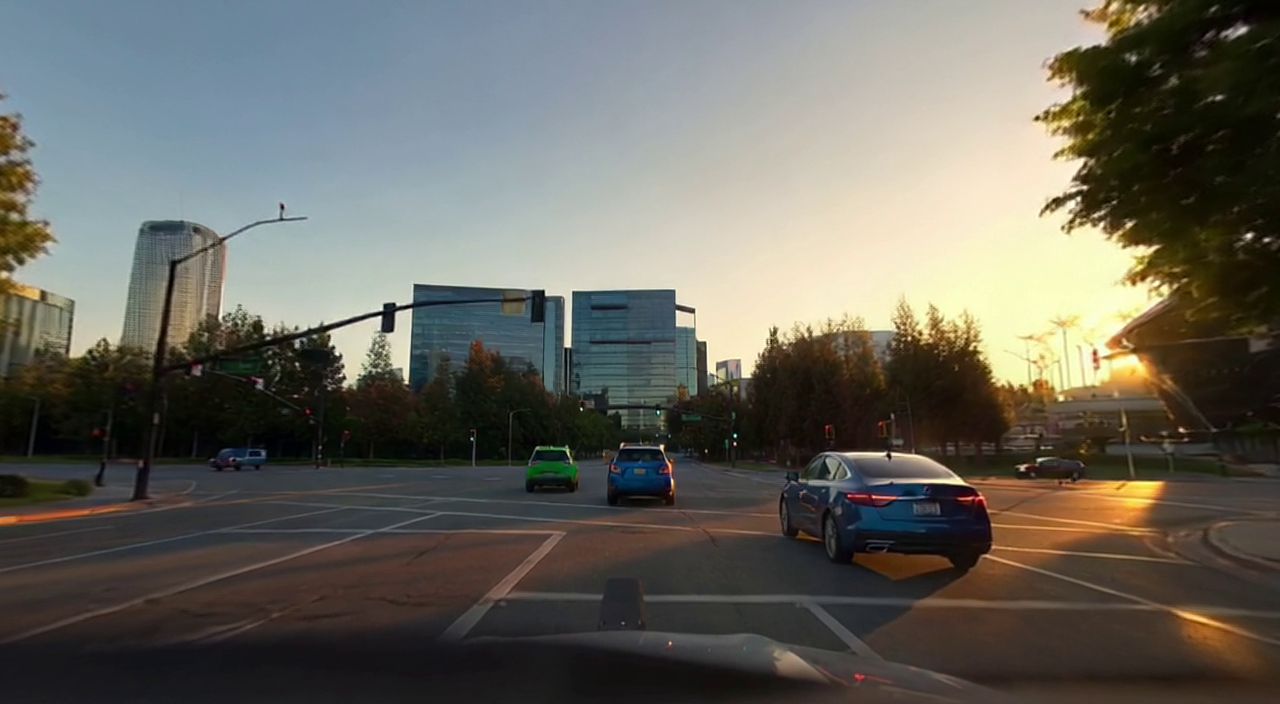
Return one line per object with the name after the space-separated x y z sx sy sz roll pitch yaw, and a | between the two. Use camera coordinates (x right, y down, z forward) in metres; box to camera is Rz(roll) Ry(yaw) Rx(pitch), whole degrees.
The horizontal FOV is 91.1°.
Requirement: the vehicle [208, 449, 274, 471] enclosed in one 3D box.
-31.318 8.450 49.292 4.422 1.605 1.955 -3 -9 20 | vehicle

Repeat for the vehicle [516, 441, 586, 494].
-2.979 3.951 21.871 1.987 1.633 4.005 0 -8 -2 | vehicle

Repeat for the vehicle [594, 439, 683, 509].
-0.011 3.232 17.182 2.108 1.654 4.235 0 -8 1 | vehicle

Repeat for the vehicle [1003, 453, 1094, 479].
27.864 7.794 43.013 4.705 1.631 2.053 -3 -9 16 | vehicle

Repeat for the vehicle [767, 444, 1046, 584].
3.290 2.063 8.993 2.056 1.468 4.520 0 -8 1 | vehicle
